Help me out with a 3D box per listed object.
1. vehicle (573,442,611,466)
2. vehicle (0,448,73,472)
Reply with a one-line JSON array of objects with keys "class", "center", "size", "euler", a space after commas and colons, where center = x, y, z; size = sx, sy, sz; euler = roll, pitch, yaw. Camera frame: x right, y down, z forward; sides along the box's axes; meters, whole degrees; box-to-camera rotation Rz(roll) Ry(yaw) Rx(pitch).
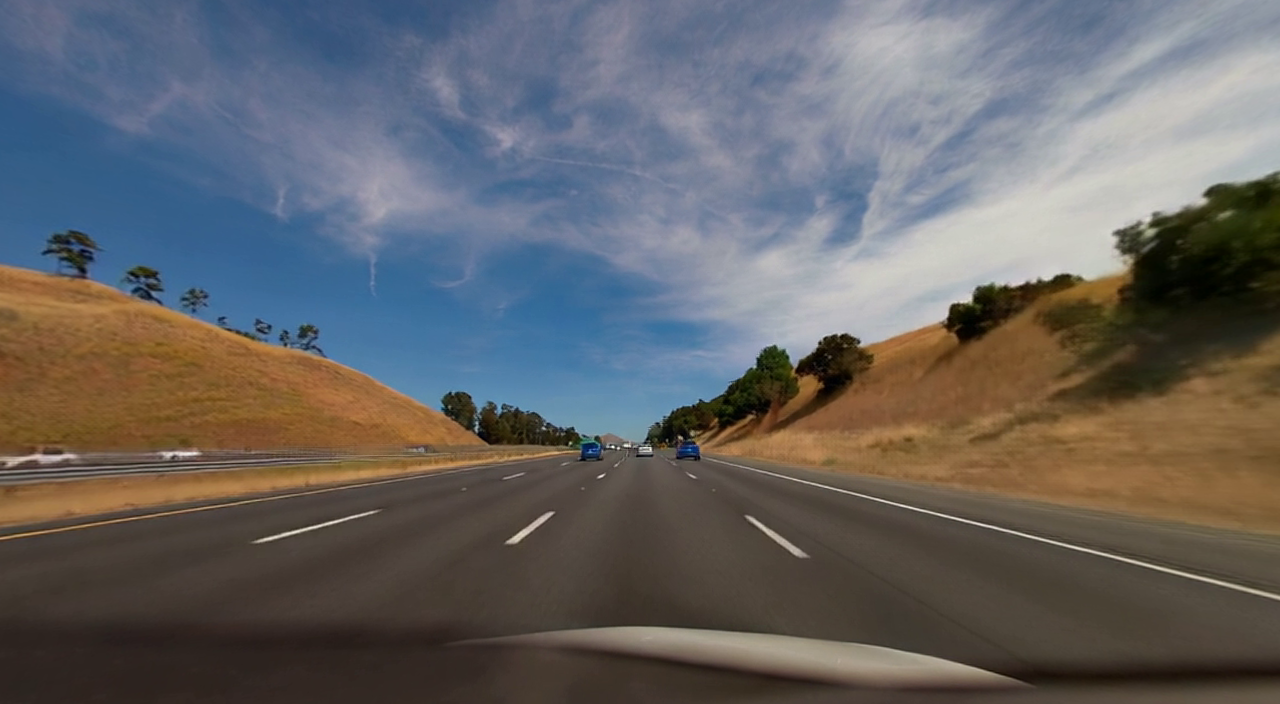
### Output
[{"class": "vehicle", "center": [-3.244, 7.027, 43.770], "size": [2.159, 1.562, 4.441], "euler": [0, -8, 1]}, {"class": "vehicle", "center": [-38.870, 6.757, 39.684], "size": [1.922, 1.371, 4.805], "euler": [0, -8, 0]}]
